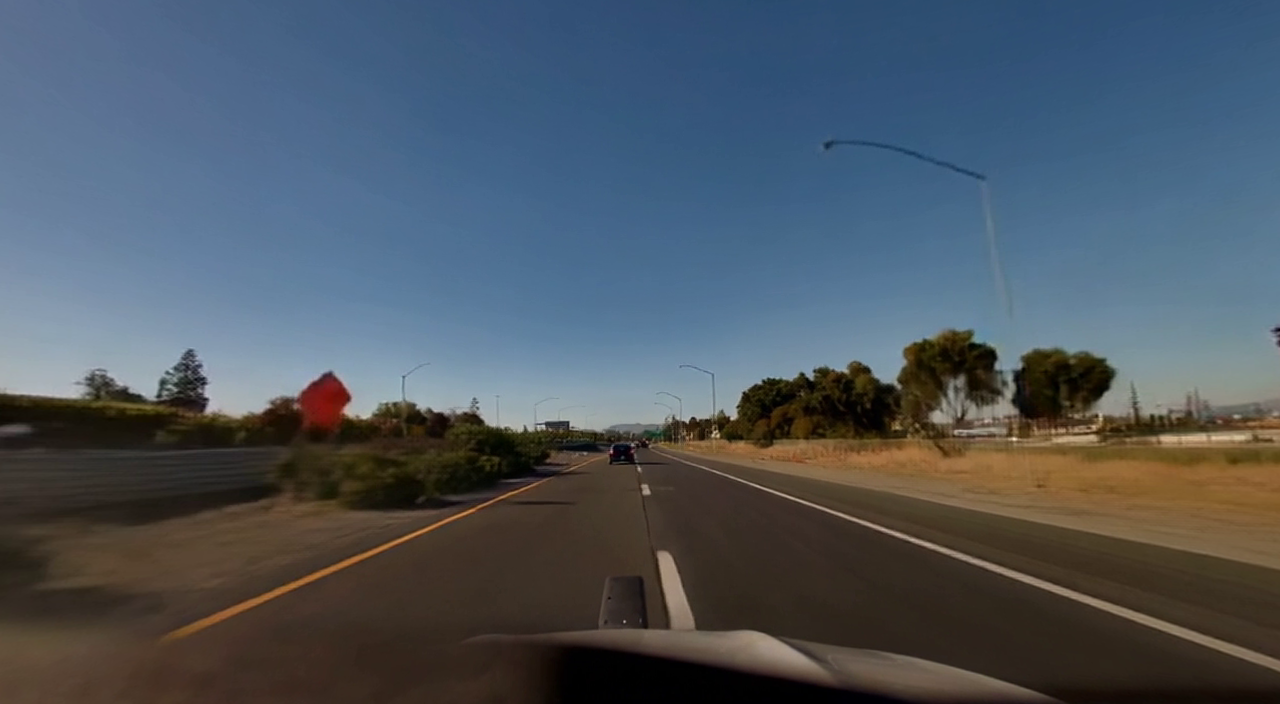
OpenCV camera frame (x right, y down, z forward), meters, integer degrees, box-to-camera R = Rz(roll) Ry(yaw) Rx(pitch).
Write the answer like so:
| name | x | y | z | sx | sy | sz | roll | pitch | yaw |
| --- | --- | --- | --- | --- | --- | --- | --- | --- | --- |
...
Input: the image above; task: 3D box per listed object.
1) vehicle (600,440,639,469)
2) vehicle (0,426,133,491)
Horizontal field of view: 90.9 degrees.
| name | x | y | z | sx | sy | sz | roll | pitch | yaw |
| --- | --- | --- | --- | --- | --- | --- | --- | --- | --- |
| vehicle | -1.097 | 5.591 | 34.518 | 1.991 | 1.475 | 4.302 | 0 | -8 | -2 |
| vehicle | -20.604 | 3.539 | 21.130 | 2.248 | 1.954 | 5.866 | 0 | -8 | 1 |
